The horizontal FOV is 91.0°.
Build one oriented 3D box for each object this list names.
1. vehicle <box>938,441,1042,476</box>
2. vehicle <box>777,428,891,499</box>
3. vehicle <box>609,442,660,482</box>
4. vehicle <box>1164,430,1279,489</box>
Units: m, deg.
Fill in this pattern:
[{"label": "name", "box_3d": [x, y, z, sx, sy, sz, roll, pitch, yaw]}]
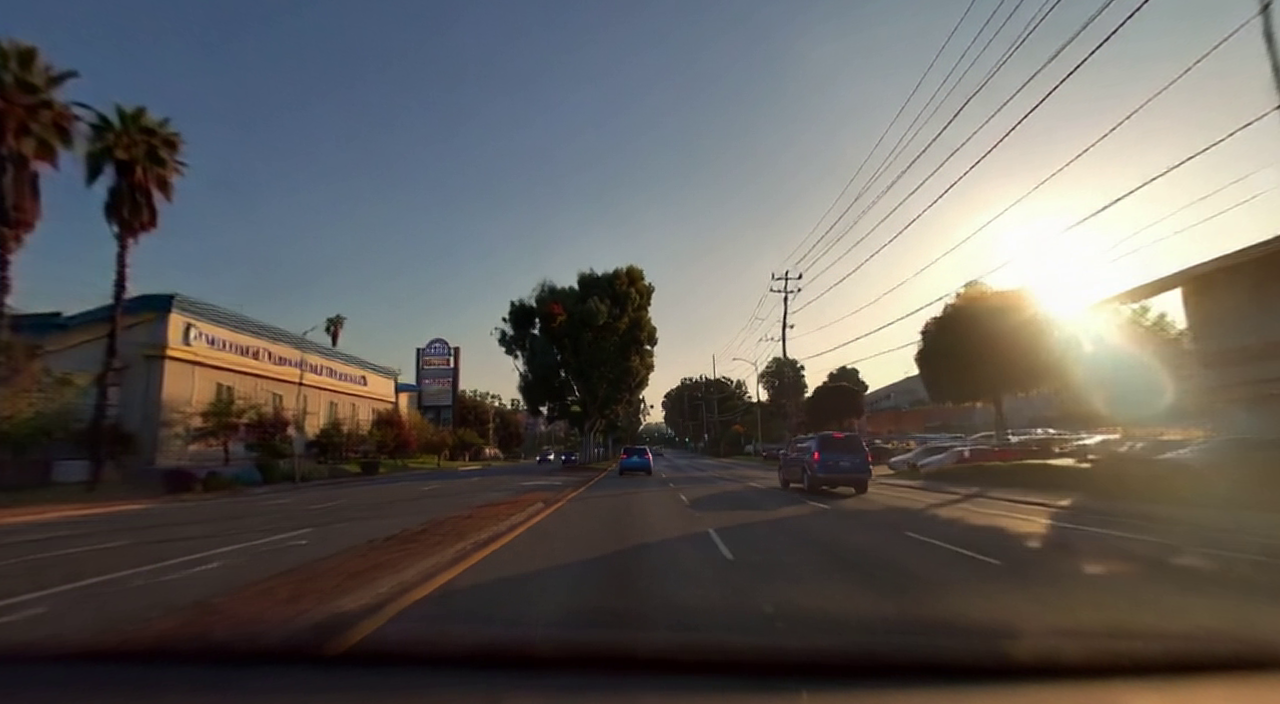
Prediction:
[{"label": "vehicle", "box_3d": [17.718, 5.398, 32.026, 4.008, 1.432, 1.913, -4, -9, 0]}, {"label": "vehicle", "box_3d": [5.868, 3.427, 19.691, 2.107, 1.928, 4.471, 0, -9, 0]}, {"label": "vehicle", "box_3d": [-0.242, 4.957, 28.673, 2.138, 1.672, 4.168, 0, -9, 0]}, {"label": "vehicle", "box_3d": [18.115, 3.060, 18.091, 4.075, 1.575, 2.171, -1, -9, 1]}]
